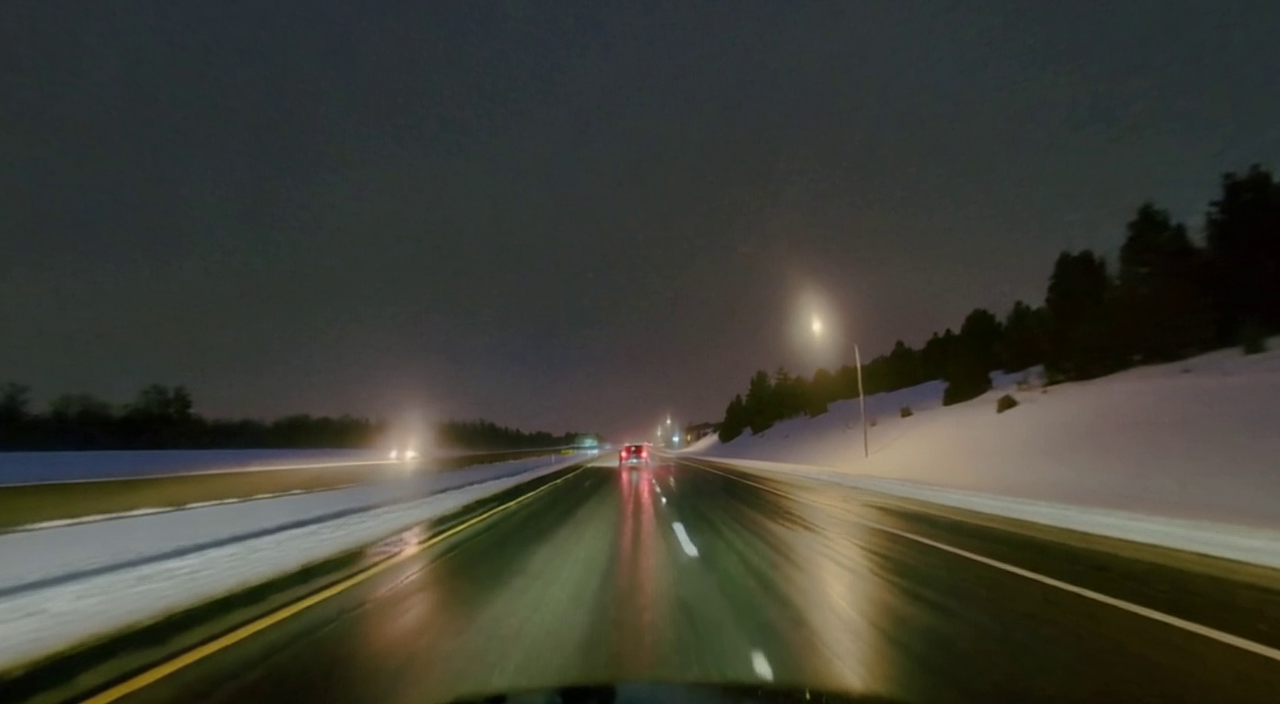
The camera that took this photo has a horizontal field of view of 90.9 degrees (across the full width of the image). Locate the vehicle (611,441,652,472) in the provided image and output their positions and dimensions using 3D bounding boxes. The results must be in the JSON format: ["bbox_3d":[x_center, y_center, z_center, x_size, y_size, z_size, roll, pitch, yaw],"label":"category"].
[{"bbox_3d":[-0.467,5.403,32.939,1.991,1.475,4.302,0,-8,-2],"label":"vehicle"}]
